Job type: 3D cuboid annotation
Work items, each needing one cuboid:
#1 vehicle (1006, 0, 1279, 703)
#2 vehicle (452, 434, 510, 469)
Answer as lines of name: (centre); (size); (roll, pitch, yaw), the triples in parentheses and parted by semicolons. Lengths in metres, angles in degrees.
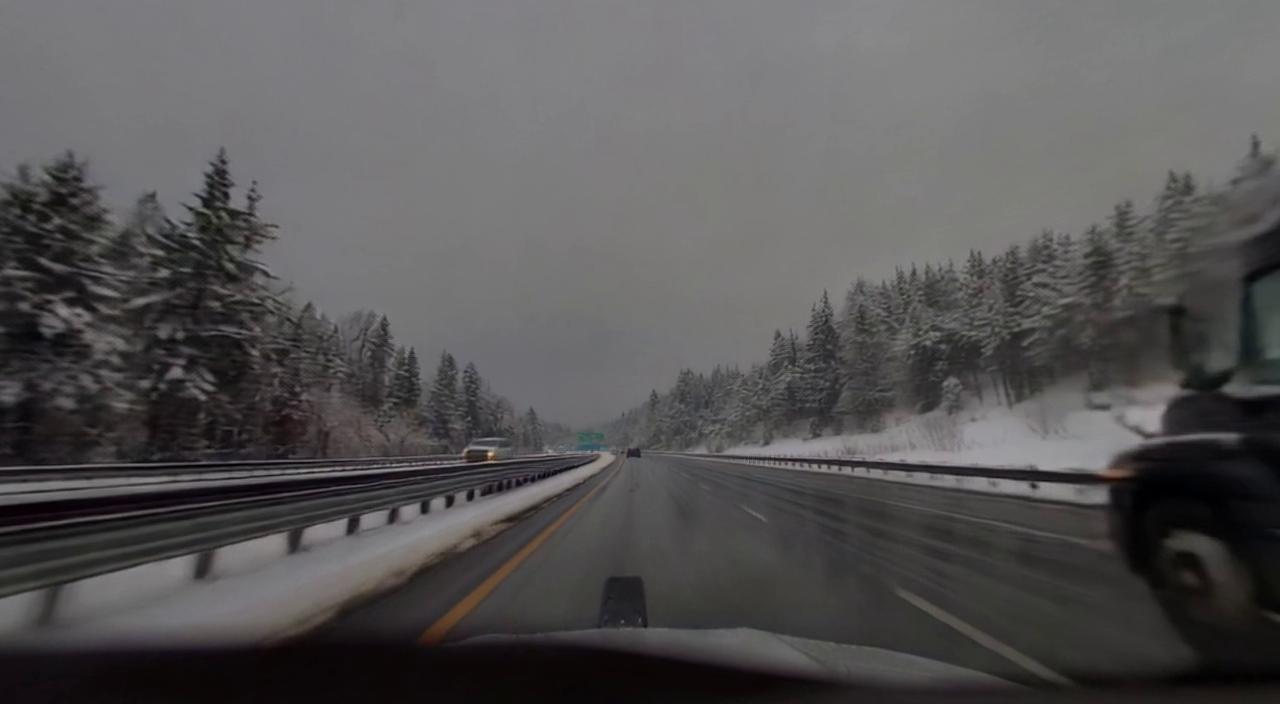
vehicle: (3.889, -0.453, 0.880); (2.999, 3.668, 5.909); (0, -9, 0)
vehicle: (-8.989, 5.710, 36.139); (2.018, 1.875, 5.039); (0, -9, 0)
